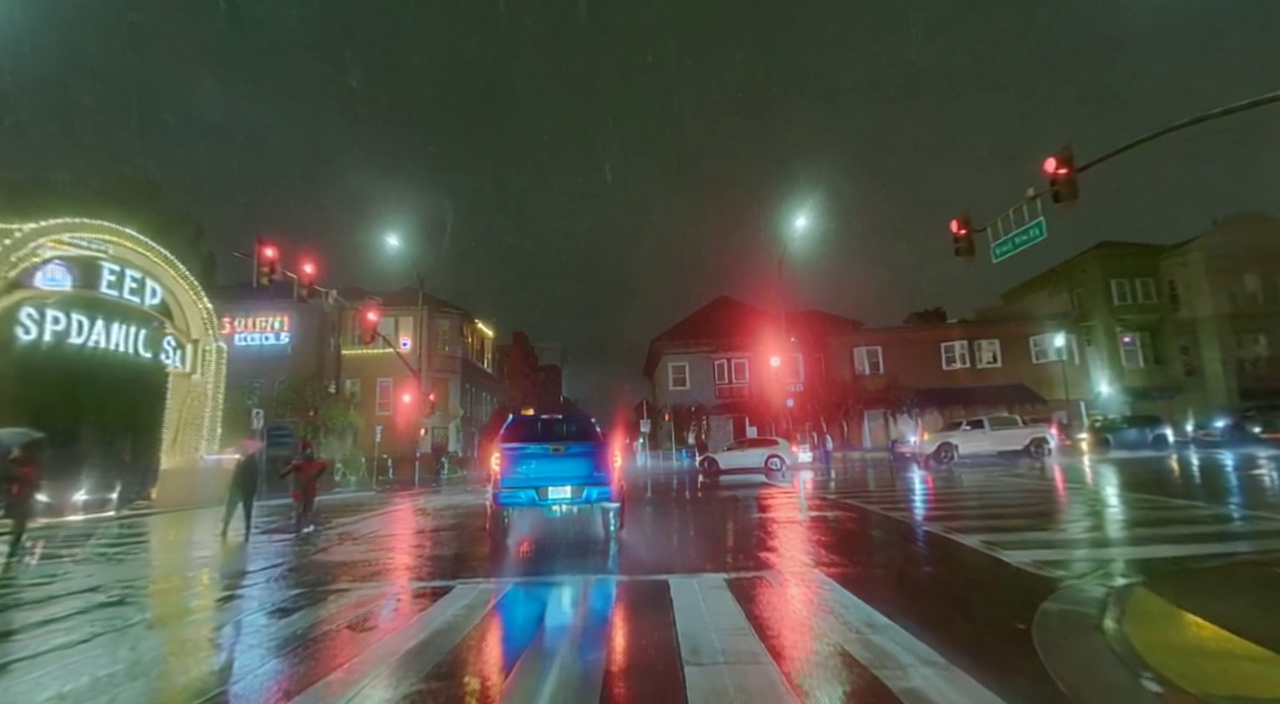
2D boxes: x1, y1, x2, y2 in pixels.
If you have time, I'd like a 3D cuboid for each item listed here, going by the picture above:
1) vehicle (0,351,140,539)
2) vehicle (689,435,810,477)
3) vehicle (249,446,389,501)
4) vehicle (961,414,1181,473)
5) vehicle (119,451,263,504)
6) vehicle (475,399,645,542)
[{"bbox_3d":[-22.287,2.548,17.467,13.729,4.662,3.300,0,-8,0],"label":"vehicle"},{"bbox_3d":[4.223,4.094,24.932,4.515,1.583,1.920,-1,-8,3],"label":"vehicle"},{"bbox_3d":[-13.326,5.036,26.379,4.799,1.909,2.011,-3,-7,2],"label":"vehicle"},{"bbox_3d":[11.558,2.485,17.155,4.600,1.506,1.878,0,-8,-1],"label":"vehicle"},{"bbox_3d":[-18.689,5.216,26.411,4.398,2.057,1.959,0,-8,-1],"label":"vehicle"},{"bbox_3d":[-1.821,2.125,12.029,2.477,2.020,5.534,2,-9,-15],"label":"vehicle"}]
